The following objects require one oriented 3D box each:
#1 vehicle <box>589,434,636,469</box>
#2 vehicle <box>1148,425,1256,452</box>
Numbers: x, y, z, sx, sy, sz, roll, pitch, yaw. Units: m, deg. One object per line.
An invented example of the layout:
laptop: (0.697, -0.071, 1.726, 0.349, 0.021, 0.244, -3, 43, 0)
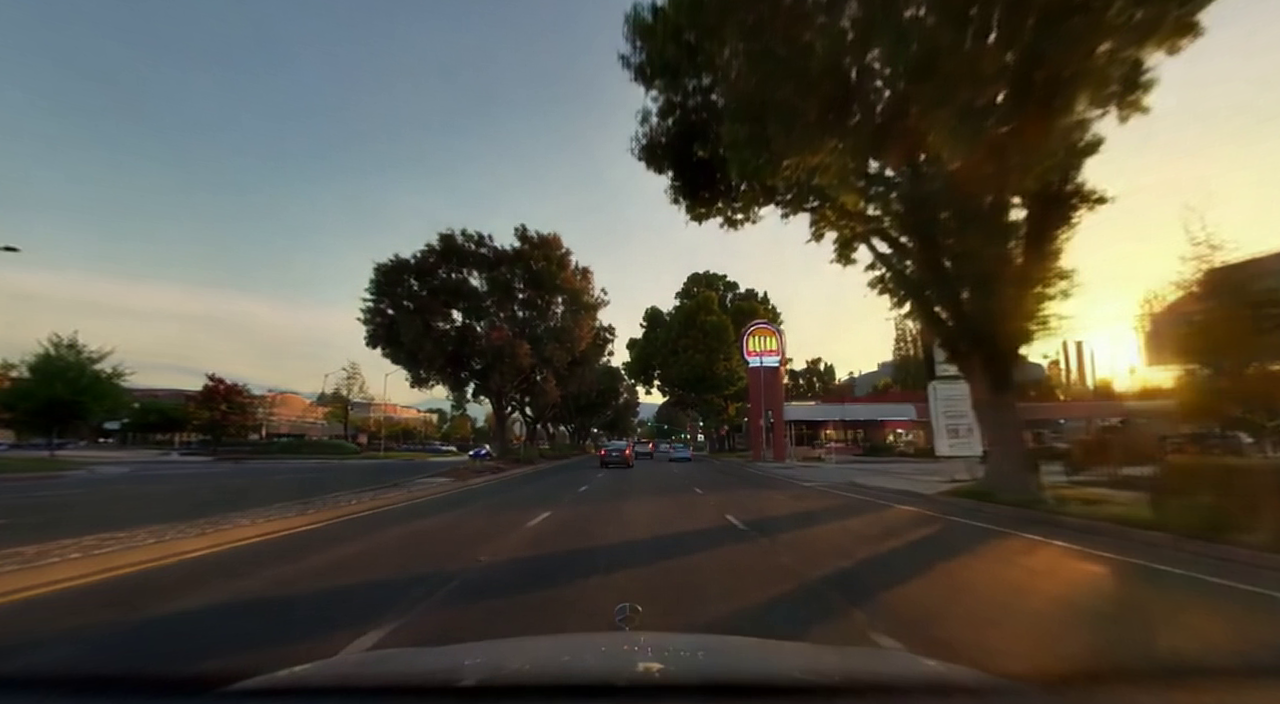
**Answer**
vehicle: (-1.546, 5.895, 37.449, 2.222, 1.899, 5.006, 0, -8, 4)
vehicle: (38.564, 5.961, 43.183, 5.170, 1.787, 2.248, 0, -8, 2)
